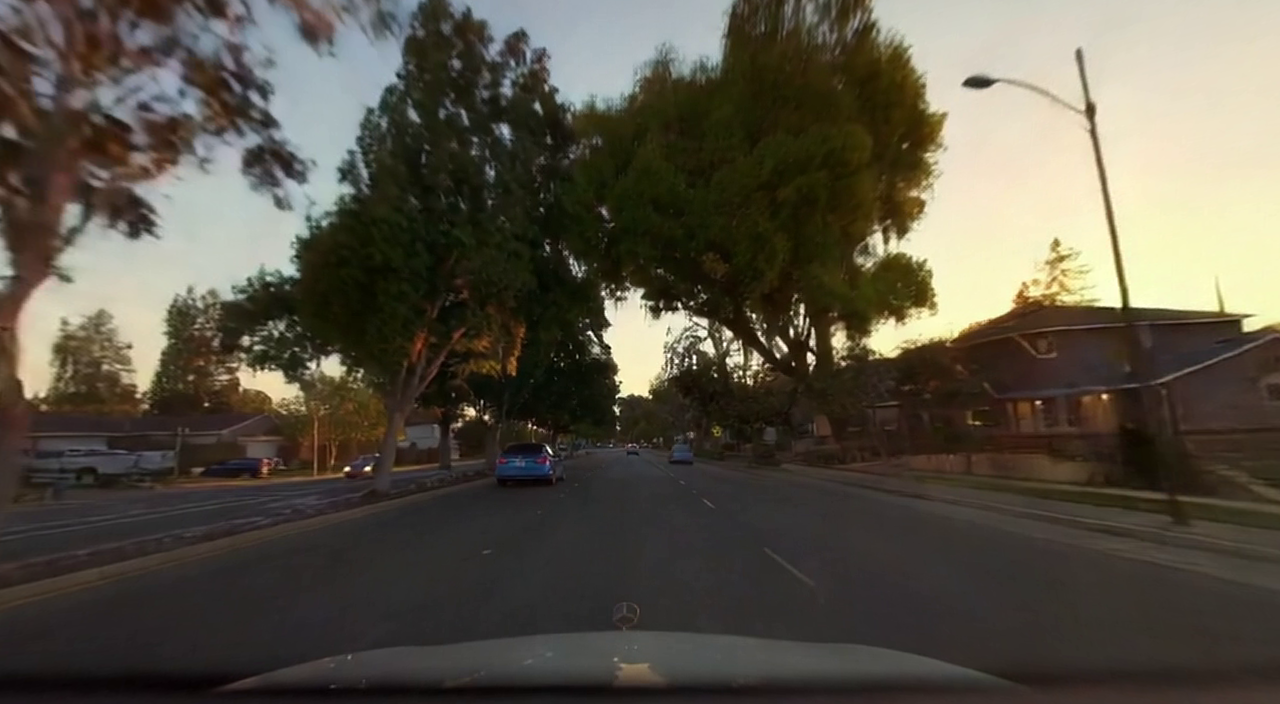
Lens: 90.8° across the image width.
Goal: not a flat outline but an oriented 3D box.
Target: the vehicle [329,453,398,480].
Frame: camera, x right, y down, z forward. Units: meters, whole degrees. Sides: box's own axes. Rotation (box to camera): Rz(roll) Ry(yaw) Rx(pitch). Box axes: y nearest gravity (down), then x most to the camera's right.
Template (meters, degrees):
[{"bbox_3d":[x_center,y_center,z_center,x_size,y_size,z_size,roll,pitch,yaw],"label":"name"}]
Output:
[{"bbox_3d":[-16.567,6.876,38.179,2.029,1.453,4.708,0,-8,0],"label":"vehicle"}]

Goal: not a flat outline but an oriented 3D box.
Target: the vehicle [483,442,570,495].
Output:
[{"bbox_3d":[-3.452,3.626,20.047,2.005,1.477,4.169,0,-8,0],"label":"vehicle"}]
